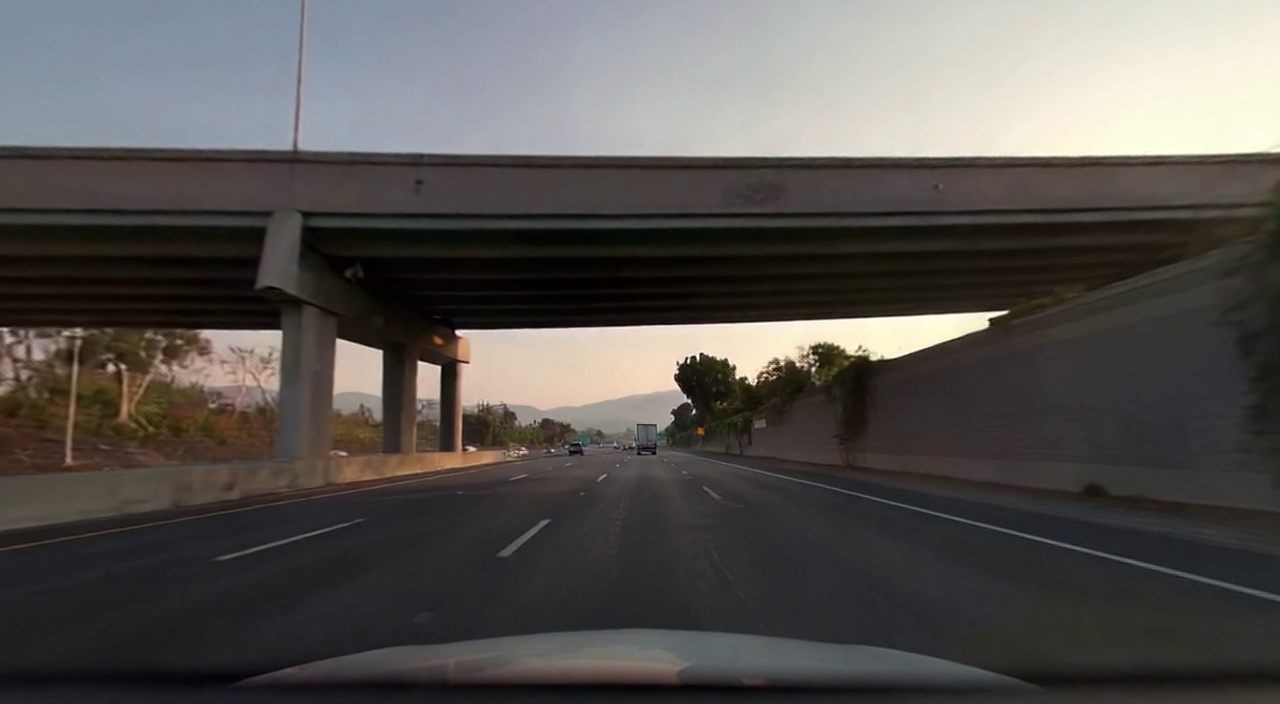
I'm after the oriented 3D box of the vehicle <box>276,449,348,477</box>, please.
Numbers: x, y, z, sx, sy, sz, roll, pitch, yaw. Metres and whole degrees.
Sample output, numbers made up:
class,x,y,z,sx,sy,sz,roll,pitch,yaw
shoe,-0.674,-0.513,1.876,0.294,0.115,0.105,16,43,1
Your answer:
class,x,y,z,sx,sy,sz,roll,pitch,yaw
vehicle,-19.950,6.733,38.591,1.907,1.557,4.488,0,-8,1
